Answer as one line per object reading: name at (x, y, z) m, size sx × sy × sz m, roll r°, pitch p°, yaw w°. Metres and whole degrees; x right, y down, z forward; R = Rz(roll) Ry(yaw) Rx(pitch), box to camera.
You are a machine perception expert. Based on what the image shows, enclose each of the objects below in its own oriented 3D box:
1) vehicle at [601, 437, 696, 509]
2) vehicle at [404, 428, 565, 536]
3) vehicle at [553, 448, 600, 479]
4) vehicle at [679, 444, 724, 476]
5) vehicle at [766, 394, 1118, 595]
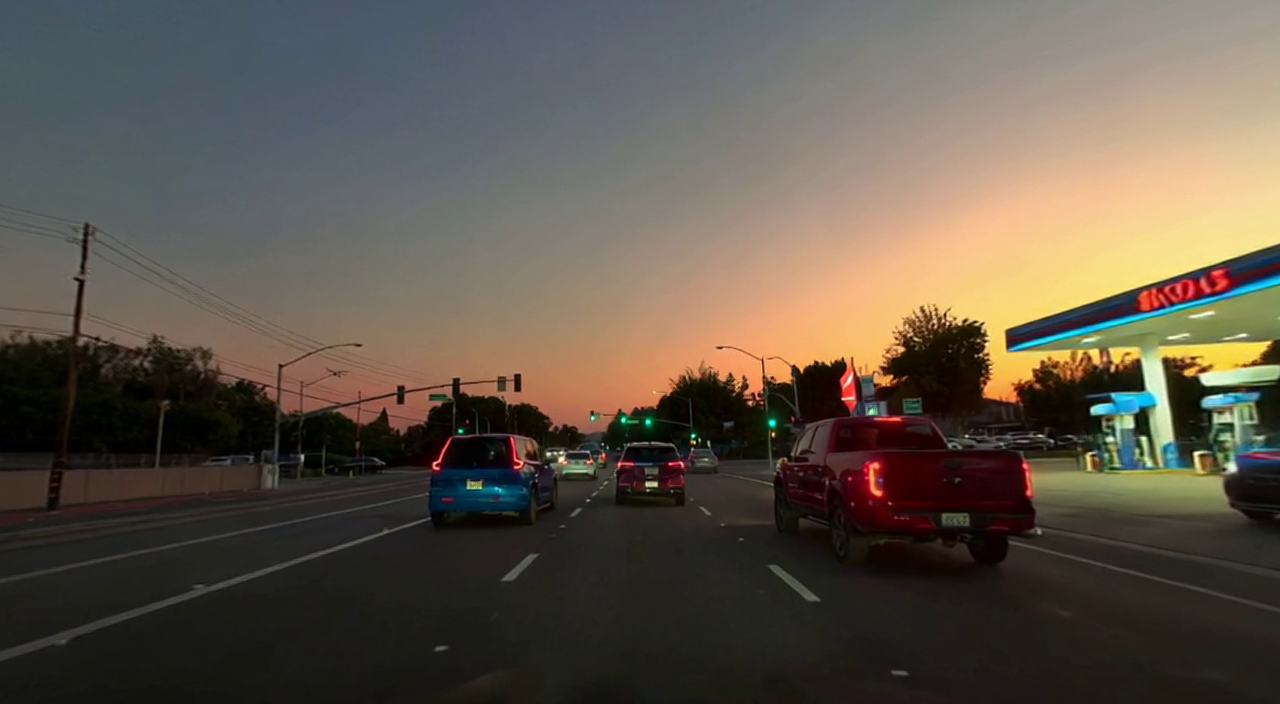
vehicle at (0.164, 3.110, 16.678) m, size 2.181 × 1.650 × 4.083 m, roll 0°, pitch -8°, yaw -1°
vehicle at (-2.788, 2.437, 12.444) m, size 2.019 × 1.731 × 4.299 m, roll 0°, pitch -8°, yaw 1°
vehicle at (-3.267, 5.812, 33.146) m, size 1.954 × 1.497 × 4.078 m, roll 0°, pitch -8°, yaw 1°
vehicle at (3.466, 6.178, 36.386) m, size 2.122 × 1.745 × 4.337 m, roll 0°, pitch -8°, yaw 0°
vehicle at (3.362, 1.725, 8.629) m, size 2.161 × 1.868 × 5.321 m, roll 0°, pitch -8°, yaw 0°
